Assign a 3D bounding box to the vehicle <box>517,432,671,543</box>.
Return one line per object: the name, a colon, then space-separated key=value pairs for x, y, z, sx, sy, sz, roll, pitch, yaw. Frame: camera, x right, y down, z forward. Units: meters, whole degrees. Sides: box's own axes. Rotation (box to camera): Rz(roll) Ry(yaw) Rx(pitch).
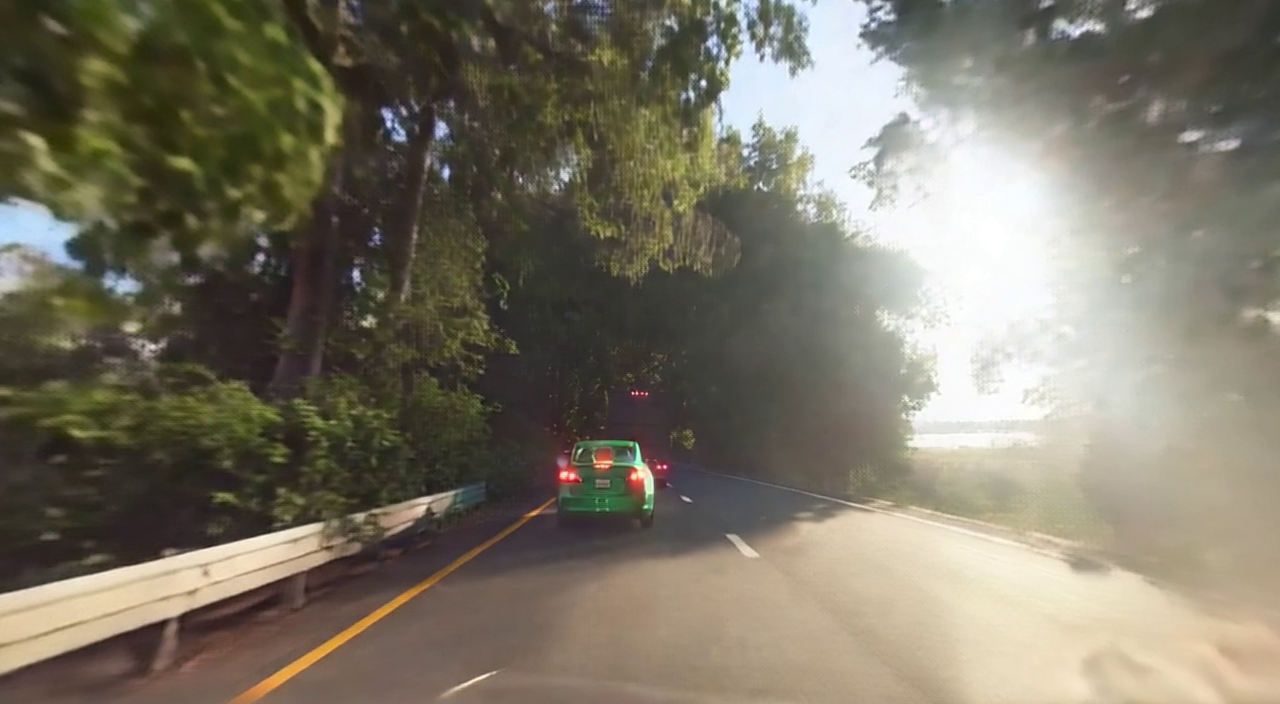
vehicle: x=-0.612 y=2.143 z=10.605 sx=2.076 sy=1.490 sz=4.078 roll=0 pitch=-9 yaw=0
